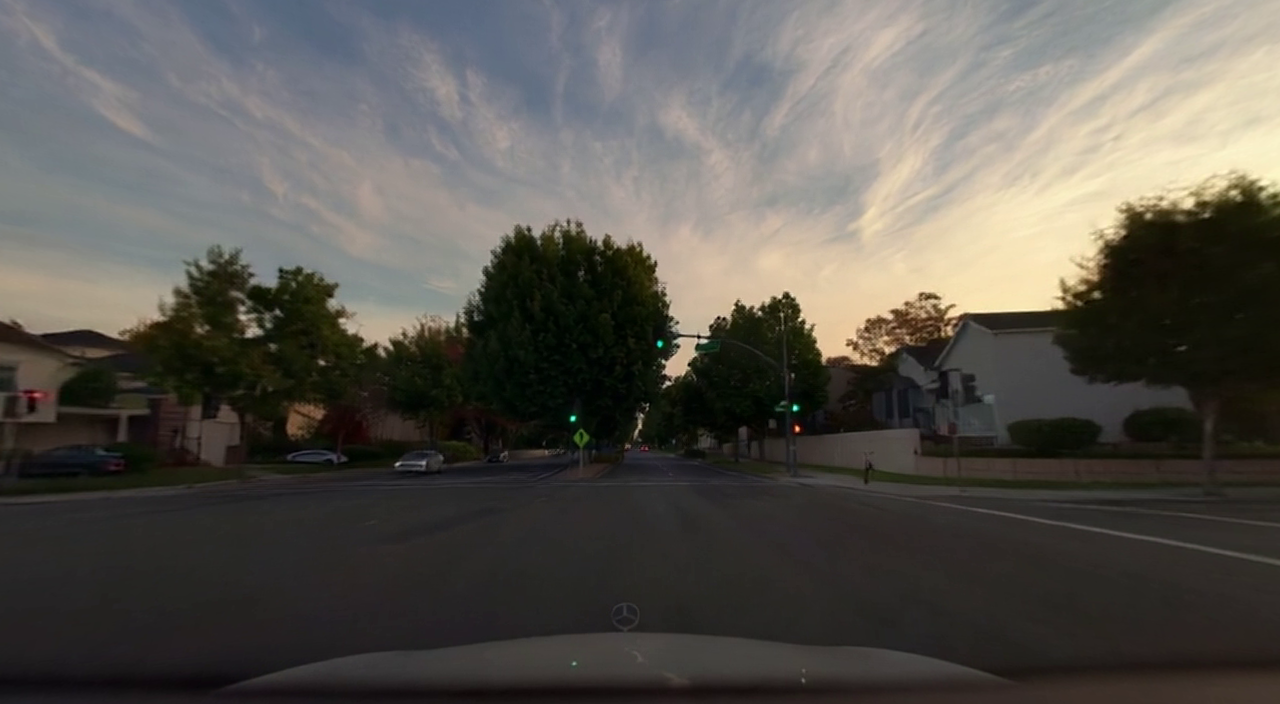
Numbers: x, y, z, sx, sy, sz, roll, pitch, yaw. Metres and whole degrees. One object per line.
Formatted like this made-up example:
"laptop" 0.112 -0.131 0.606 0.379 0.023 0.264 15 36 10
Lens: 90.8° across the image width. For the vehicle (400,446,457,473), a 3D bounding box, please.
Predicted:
"vehicle" -12.689 6.443 38.159 1.932 1.500 4.260 0 -9 0
